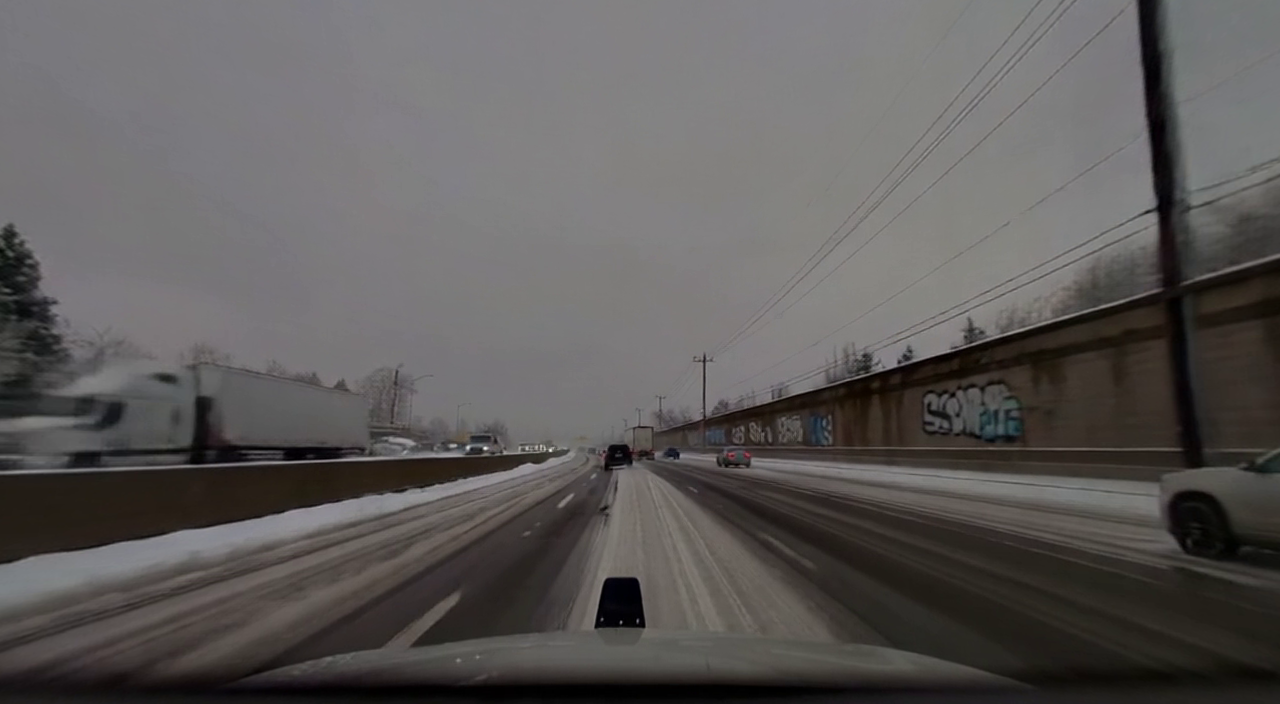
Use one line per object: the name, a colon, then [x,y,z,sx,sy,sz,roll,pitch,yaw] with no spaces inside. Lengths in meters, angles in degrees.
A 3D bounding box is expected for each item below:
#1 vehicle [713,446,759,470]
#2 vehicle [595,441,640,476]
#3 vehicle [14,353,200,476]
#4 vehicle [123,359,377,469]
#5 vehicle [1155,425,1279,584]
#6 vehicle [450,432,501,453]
vehicle: [6.275,6.998,41.917,2.018,1.451,4.762,0,-9,-4]
vehicle: [-1.139,5.463,32.503,2.191,1.685,3.353,0,-9,-2]
vehicle: [-17.250,2.112,20.775,2.987,3.714,3.232,0,-9,-1]
vehicle: [-17.631,3.500,31.279,2.874,4.017,16.235,0,-9,-2]
vehicle: [7.217,1.328,5.184,2.032,1.525,4.631,0,-9,-1]
vehicle: [-11.743,6.565,45.538,2.299,1.399,5.789,0,-9,-2]
